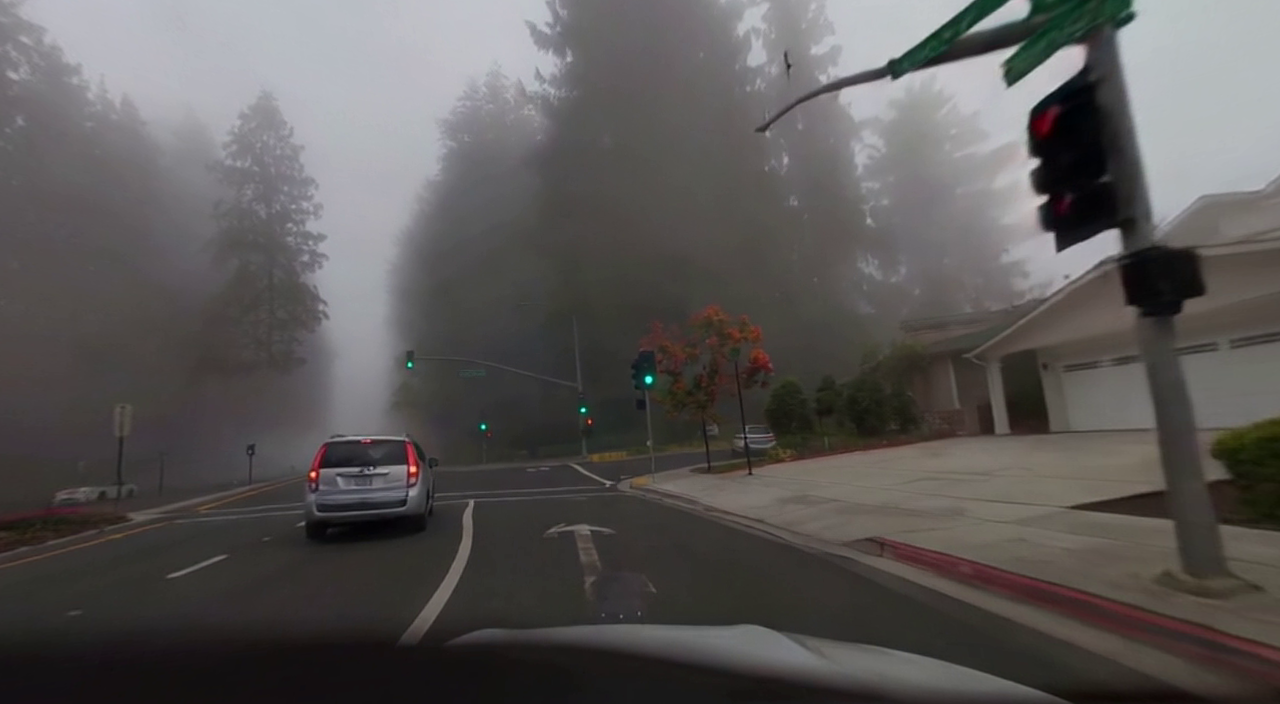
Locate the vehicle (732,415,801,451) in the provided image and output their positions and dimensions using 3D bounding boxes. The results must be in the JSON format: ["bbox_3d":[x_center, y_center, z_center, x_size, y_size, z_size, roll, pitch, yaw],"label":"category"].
[{"bbox_3d":[5.664,3.739,28.825,1.911,1.516,4.251,0,-8,-5],"label":"vehicle"}]

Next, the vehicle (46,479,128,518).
[{"bbox_3d":[-29.831,7.850,34.235,1.943,1.677,4.176,3,-9,-21],"label":"vehicle"}]

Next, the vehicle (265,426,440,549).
[{"bbox_3d":[-4.782,2.245,11.228,1.990,1.707,4.225,1,-9,-13],"label":"vehicle"}]
